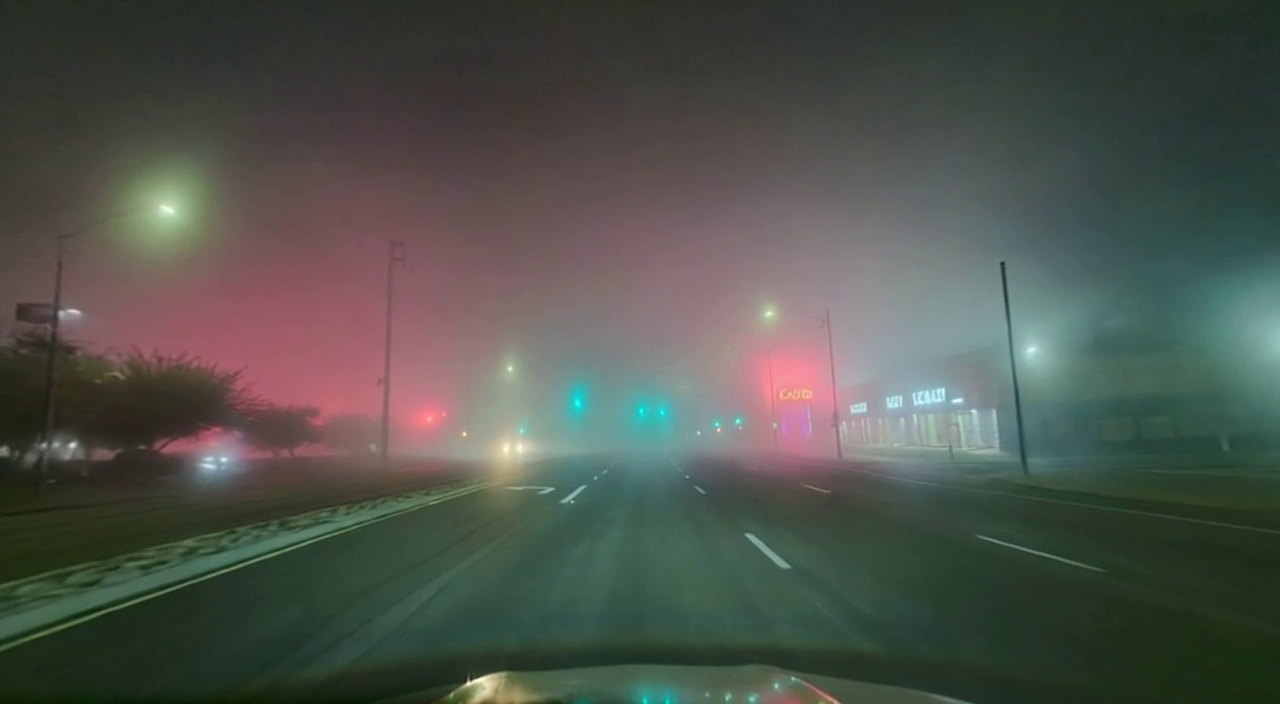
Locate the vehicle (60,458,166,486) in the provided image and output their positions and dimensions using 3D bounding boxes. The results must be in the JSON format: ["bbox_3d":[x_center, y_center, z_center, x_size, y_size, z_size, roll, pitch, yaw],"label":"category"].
[{"bbox_3d":[-30.007,6.823,35.980,4.417,1.449,1.887,-1,-8,3],"label":"vehicle"}]

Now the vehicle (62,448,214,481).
[{"bbox_3d":[-30.661,6.865,38.713,7.039,1.891,2.550,0,-8,-2],"label":"vehicle"}]
